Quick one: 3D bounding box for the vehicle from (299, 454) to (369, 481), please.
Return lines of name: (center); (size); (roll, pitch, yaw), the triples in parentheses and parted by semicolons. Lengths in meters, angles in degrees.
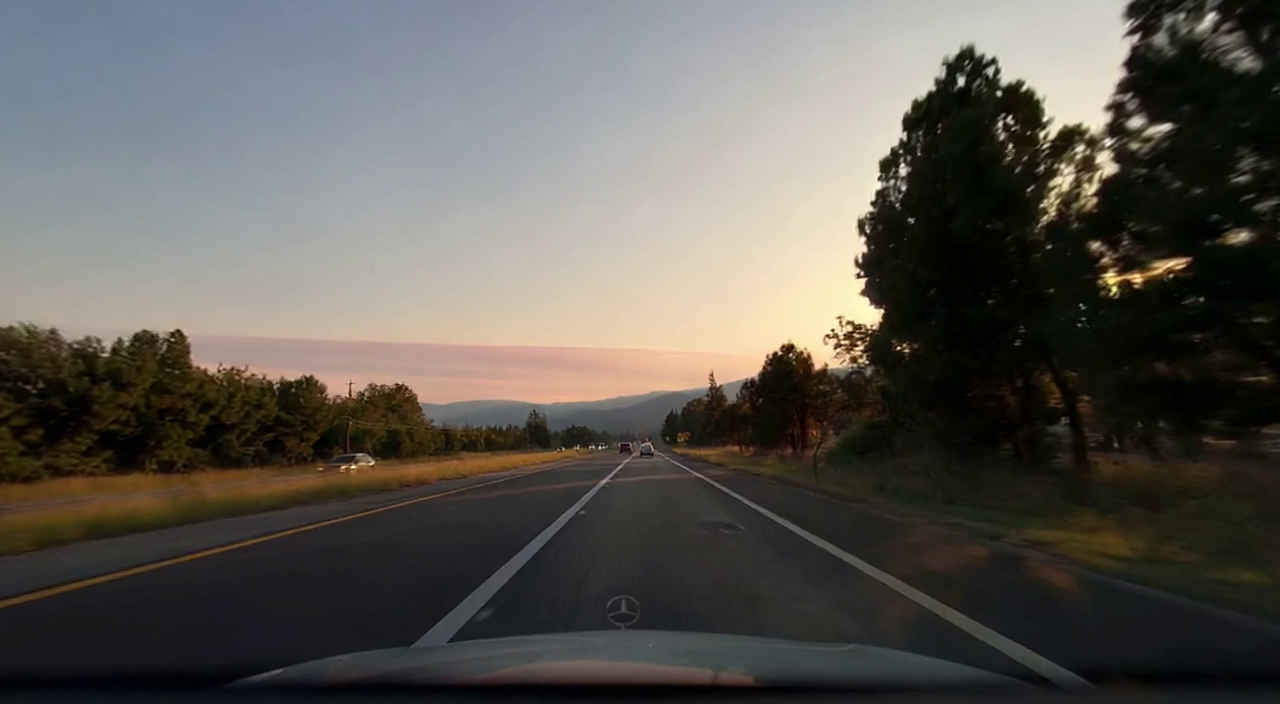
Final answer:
vehicle: (-19.044, 7.204, 39.435); (1.956, 1.520, 4.555); (0, -9, 1)
